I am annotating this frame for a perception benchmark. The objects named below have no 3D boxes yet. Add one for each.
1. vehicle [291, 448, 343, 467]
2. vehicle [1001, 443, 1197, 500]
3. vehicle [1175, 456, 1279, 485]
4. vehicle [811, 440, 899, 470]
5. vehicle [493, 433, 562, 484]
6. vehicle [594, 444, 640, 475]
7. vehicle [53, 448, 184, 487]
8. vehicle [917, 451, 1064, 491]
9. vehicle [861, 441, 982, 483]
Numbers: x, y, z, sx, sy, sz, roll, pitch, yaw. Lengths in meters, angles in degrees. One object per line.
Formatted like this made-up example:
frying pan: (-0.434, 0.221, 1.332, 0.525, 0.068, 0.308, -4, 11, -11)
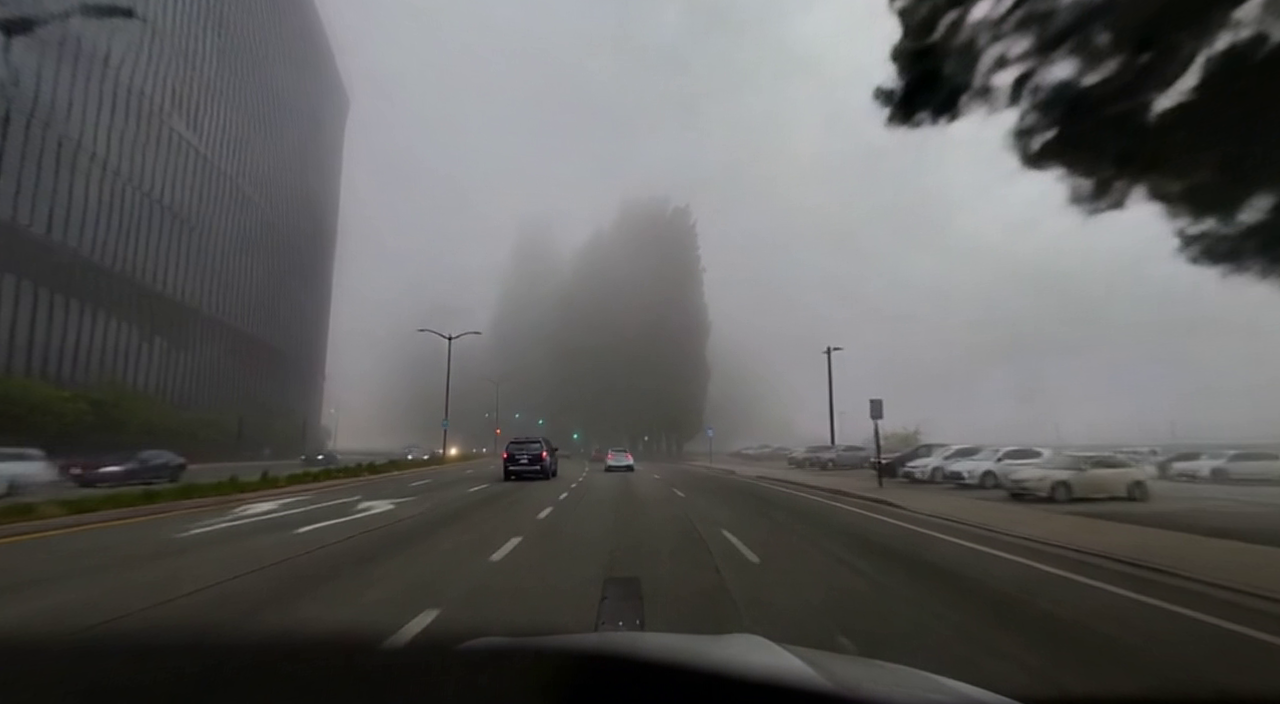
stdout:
vehicle: (-23.970, 7.807, 47.005, 1.842, 1.315, 4.463, 1, -8, -5)
vehicle: (13.546, 3.557, 18.892, 4.264, 1.566, 1.854, -1, -10, 4)
vehicle: (31.754, 6.325, 34.109, 1.689, 1.351, 4.643, 0, -8, 0)
vehicle: (12.542, 6.053, 37.032, 4.489, 1.652, 1.783, -1, -9, 1)
vehicle: (-4.297, 4.137, 24.846, 2.001, 1.784, 4.483, 0, -8, -2)
vehicle: (-1.170, 5.135, 30.470, 2.050, 1.385, 4.096, 0, -8, -4)
vehicle: (-20.321, 4.466, 24.904, 1.751, 1.342, 4.414, 1, -8, -6)
vehicle: (12.897, 4.406, 23.462, 4.383, 1.348, 1.715, -1, -9, 1)
vehicle: (12.678, 4.970, 28.664, 4.569, 1.813, 1.872, 0, -8, -3)
